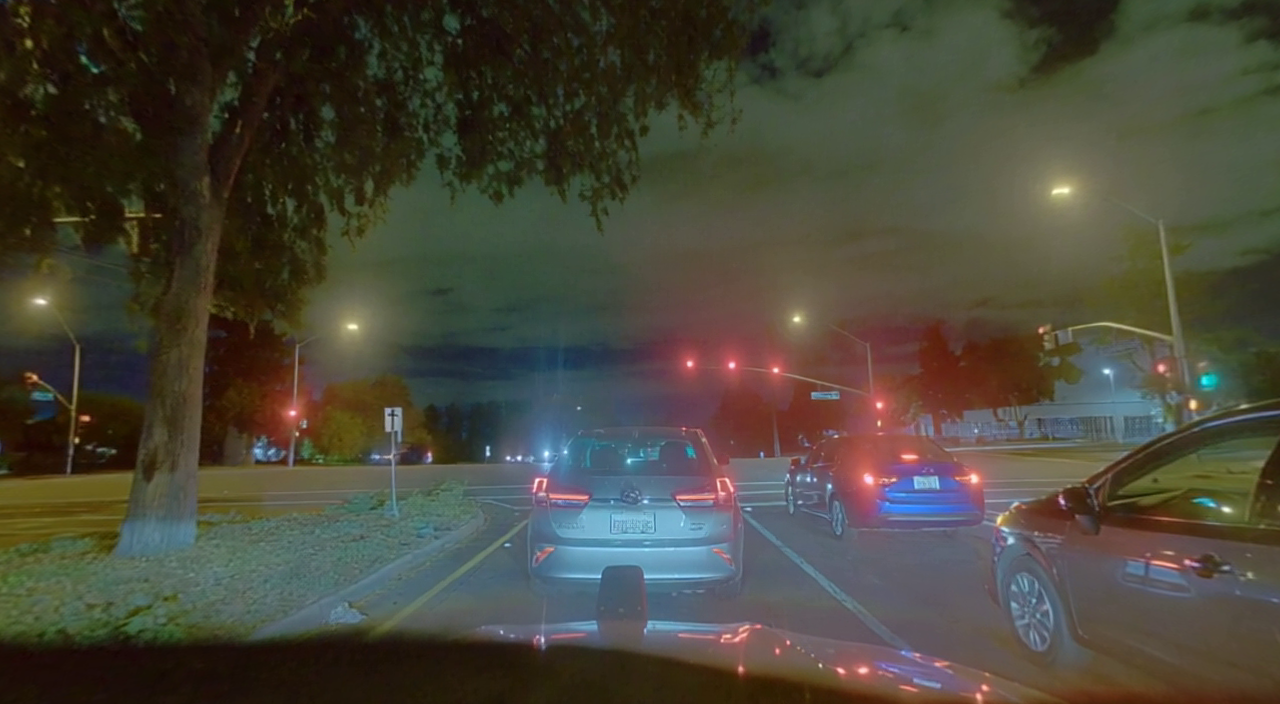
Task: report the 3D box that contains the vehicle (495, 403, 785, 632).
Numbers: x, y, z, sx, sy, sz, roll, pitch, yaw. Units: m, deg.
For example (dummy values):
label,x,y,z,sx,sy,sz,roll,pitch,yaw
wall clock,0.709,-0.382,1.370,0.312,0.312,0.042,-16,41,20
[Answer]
label,x,y,z,sx,sy,sz,roll,pitch,yaw
vehicle,-0.014,1.477,6.504,2.074,1.631,3.793,0,-9,0

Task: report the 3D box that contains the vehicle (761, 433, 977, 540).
label,x,y,z,sx,sy,sz,roll,pitch,yaw
vehicle,3.696,2.258,11.299,2.054,1.482,4.654,0,-9,-1

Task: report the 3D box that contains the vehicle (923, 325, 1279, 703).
label,x,y,z,sx,sy,sz,roll,pitch,yaw
vehicle,3.725,0.934,3.422,2.162,1.829,4.519,0,-9,-1
